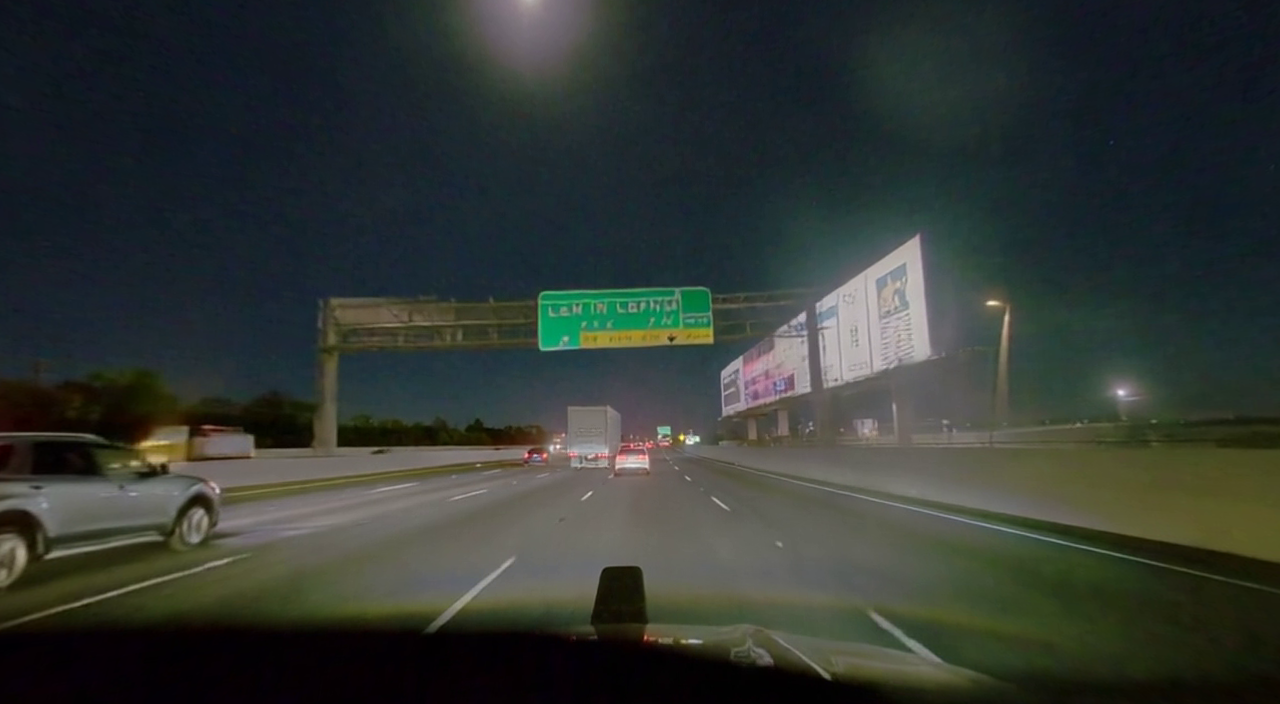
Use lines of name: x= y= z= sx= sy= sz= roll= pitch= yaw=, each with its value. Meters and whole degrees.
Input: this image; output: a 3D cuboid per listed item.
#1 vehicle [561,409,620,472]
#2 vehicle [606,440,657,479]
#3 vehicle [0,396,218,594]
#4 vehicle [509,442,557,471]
vehicle: x=-2.874 y=5.581 z=39.386 sx=2.794 sy=3.460 sz=8.595 roll=0 pitch=-9 yaw=1
vehicle: x=-0.382 y=4.839 z=28.527 sx=2.168 sy=1.597 sz=3.615 roll=0 pitch=-9 yaw=-1
vehicle: x=-6.972 y=1.331 z=5.924 sx=2.401 sy=1.759 sz=5.126 roll=0 pitch=-9 yaw=0
vehicle: x=-6.533 y=6.435 z=38.983 sx=2.124 sy=1.674 sz=4.541 roll=0 pitch=-9 yaw=1
